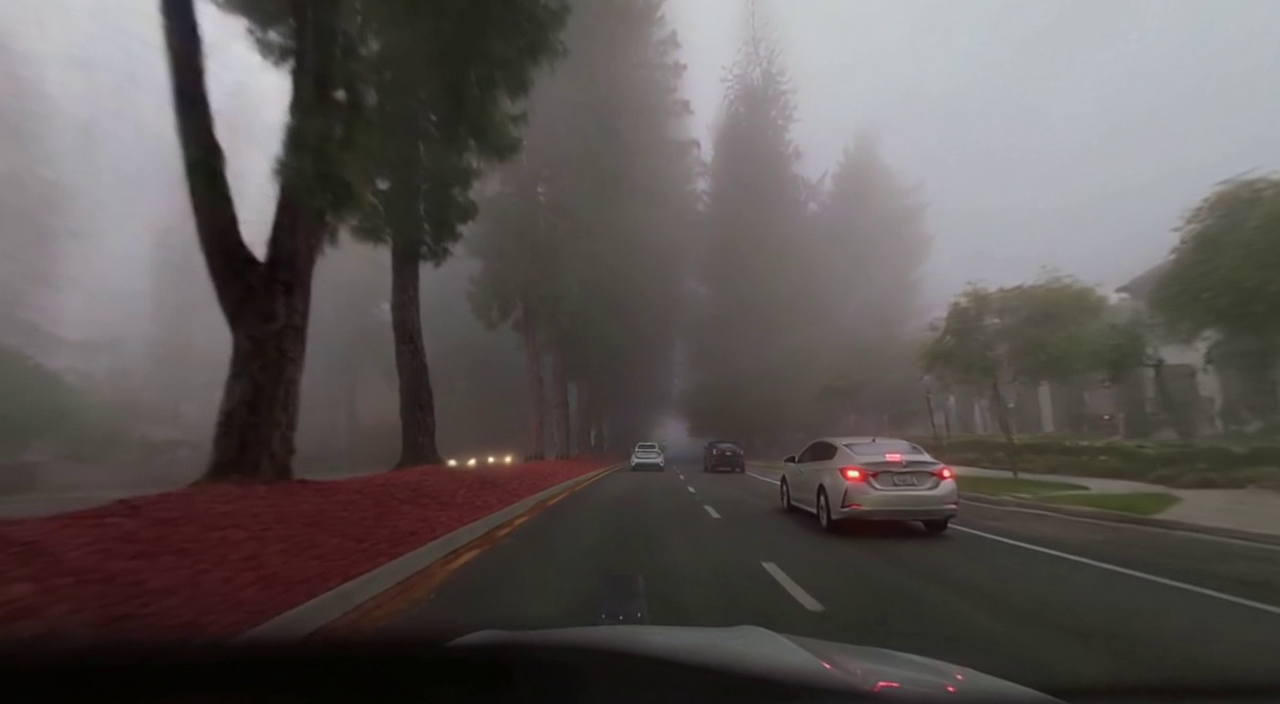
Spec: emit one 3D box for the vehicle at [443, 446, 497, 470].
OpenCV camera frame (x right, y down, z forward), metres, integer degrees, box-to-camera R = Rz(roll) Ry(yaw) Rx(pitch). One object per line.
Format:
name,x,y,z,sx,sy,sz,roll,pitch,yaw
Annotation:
vehicle,-11.087,6.927,41.503,2.123,1.453,4.712,0,-9,1

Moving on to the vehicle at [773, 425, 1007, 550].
vehicle,3.525,1.984,9.919,1.985,1.529,4.147,0,-9,0

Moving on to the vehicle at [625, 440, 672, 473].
vehicle,0.460,4.973,30.277,2.082,1.473,4.028,0,-9,2

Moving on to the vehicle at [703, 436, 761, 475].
vehicle,4.169,4.757,29.294,2.074,1.652,4.340,0,-9,1
